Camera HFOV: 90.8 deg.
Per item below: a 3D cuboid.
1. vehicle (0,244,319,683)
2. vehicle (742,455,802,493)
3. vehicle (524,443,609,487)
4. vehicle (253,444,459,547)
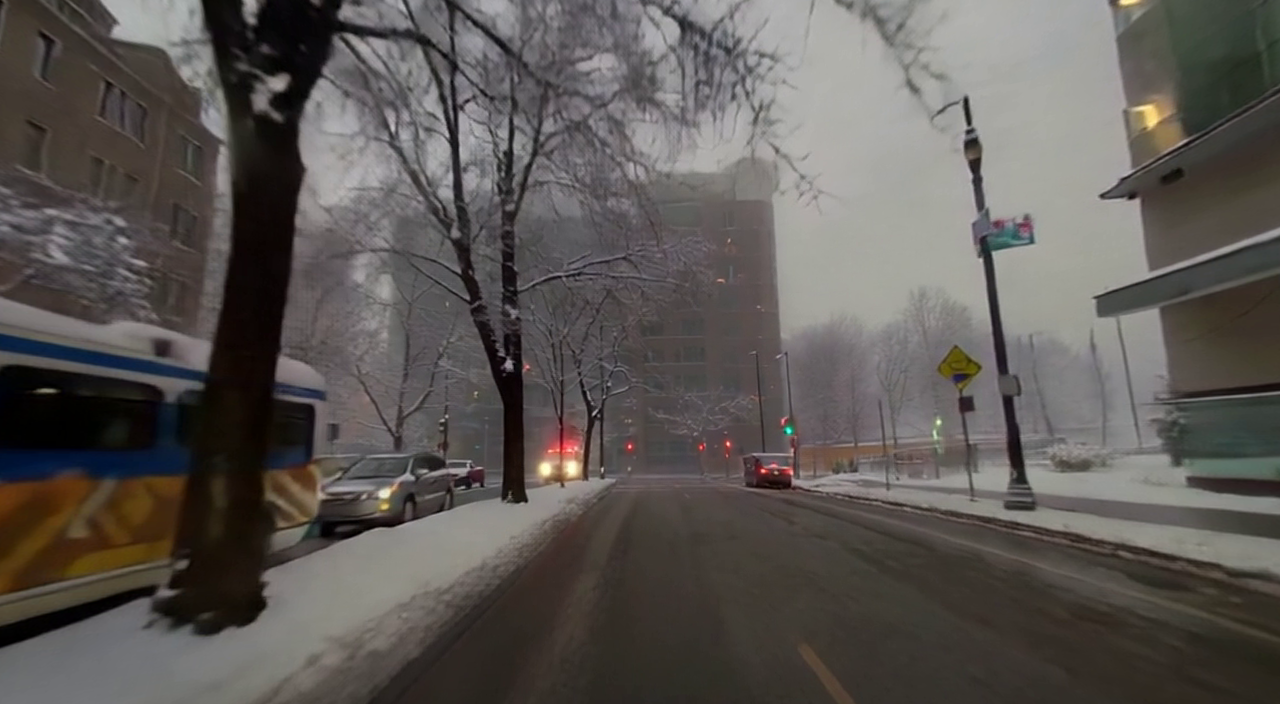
[{"bbox_3d":[-5.117,0.823,4.819,2.268,2.708,5.699,-1,-8,0],"label":"vehicle"},{"bbox_3d":[6.251,5.806,30.427,1.888,1.536,4.381,0,-8,-1],"label":"vehicle"},{"bbox_3d":[-5.269,8.257,46.781,2.591,2.910,6.652,-5,-9,33],"label":"vehicle"},{"bbox_3d":[-4.997,2.526,11.847,1.914,1.530,3.980,-1,-8,2],"label":"vehicle"}]
